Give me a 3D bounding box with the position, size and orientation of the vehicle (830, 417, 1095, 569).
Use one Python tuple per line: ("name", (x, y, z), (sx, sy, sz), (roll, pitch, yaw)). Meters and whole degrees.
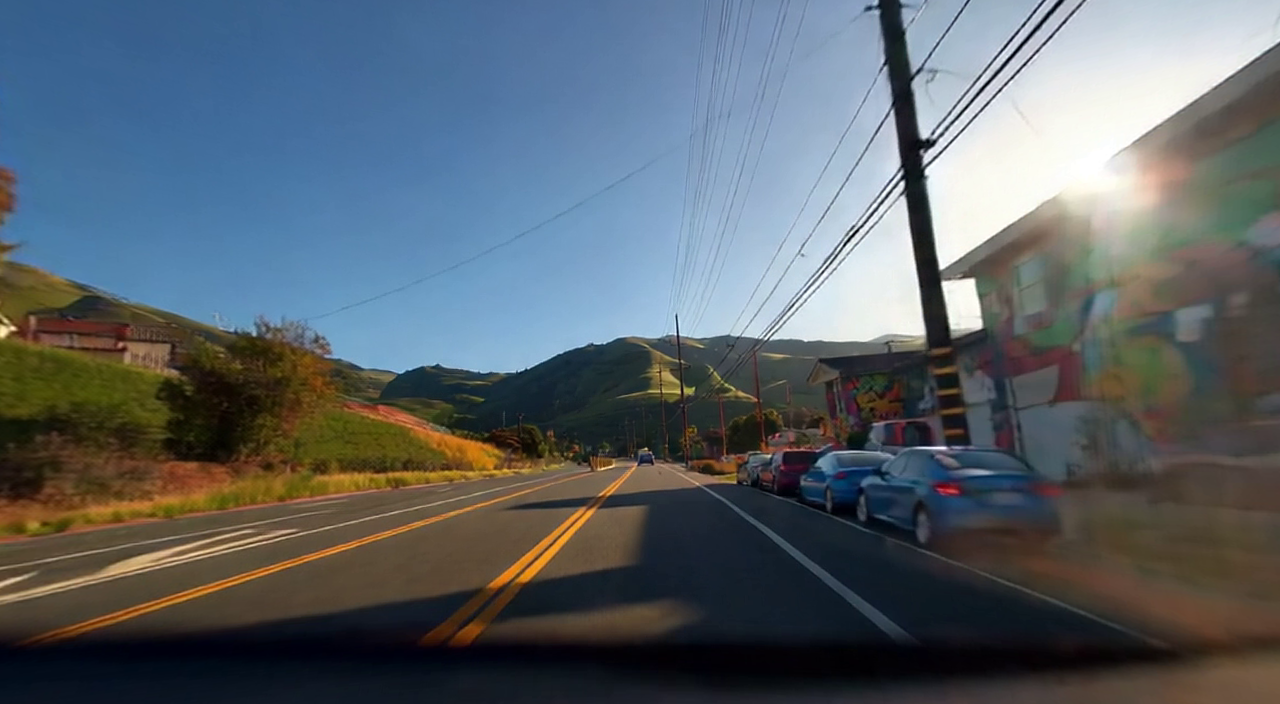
("vehicle", (5.239, 2.413, 11.219), (2.072, 1.889, 4.468), (-6, -11, -2))
